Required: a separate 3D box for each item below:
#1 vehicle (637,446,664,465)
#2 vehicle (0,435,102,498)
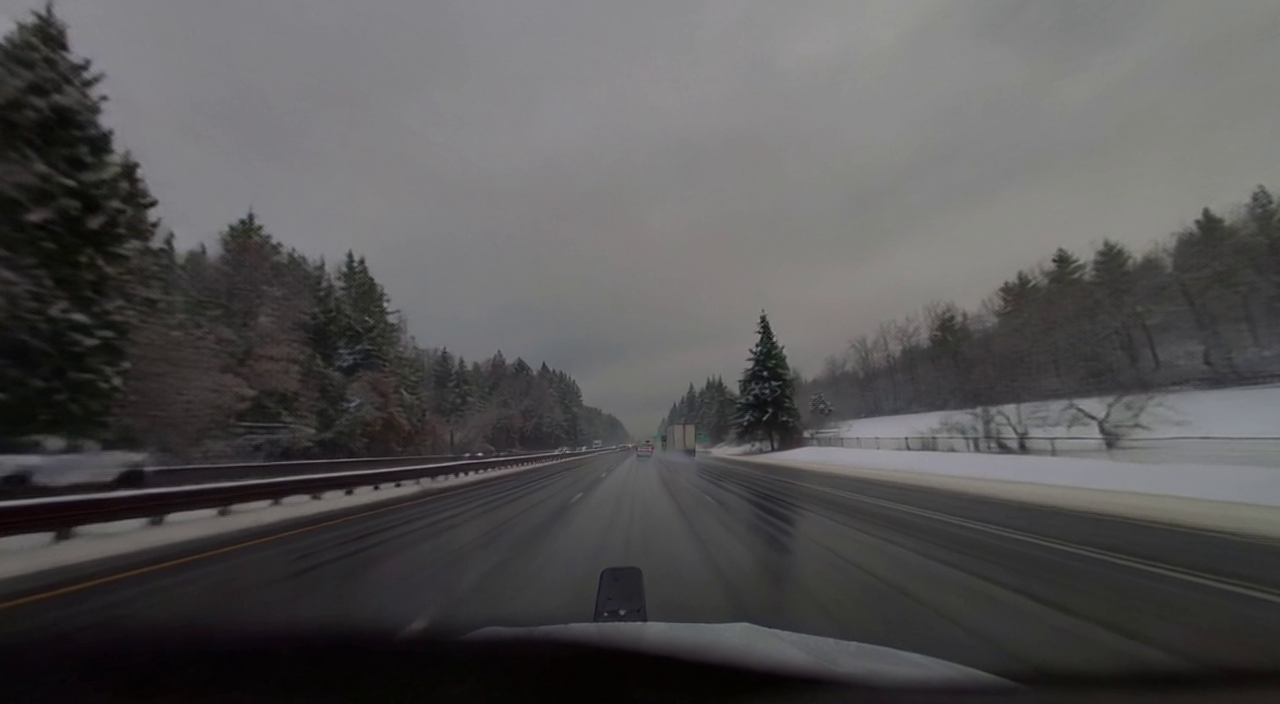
[{"bbox_3d":[0.791,7.985,48.687,2.023,1.434,4.236,0,-9,1],"label":"vehicle"},{"bbox_3d":[-18.933,3.389,18.730,1.996,1.731,4.281,0,-9,0],"label":"vehicle"}]
